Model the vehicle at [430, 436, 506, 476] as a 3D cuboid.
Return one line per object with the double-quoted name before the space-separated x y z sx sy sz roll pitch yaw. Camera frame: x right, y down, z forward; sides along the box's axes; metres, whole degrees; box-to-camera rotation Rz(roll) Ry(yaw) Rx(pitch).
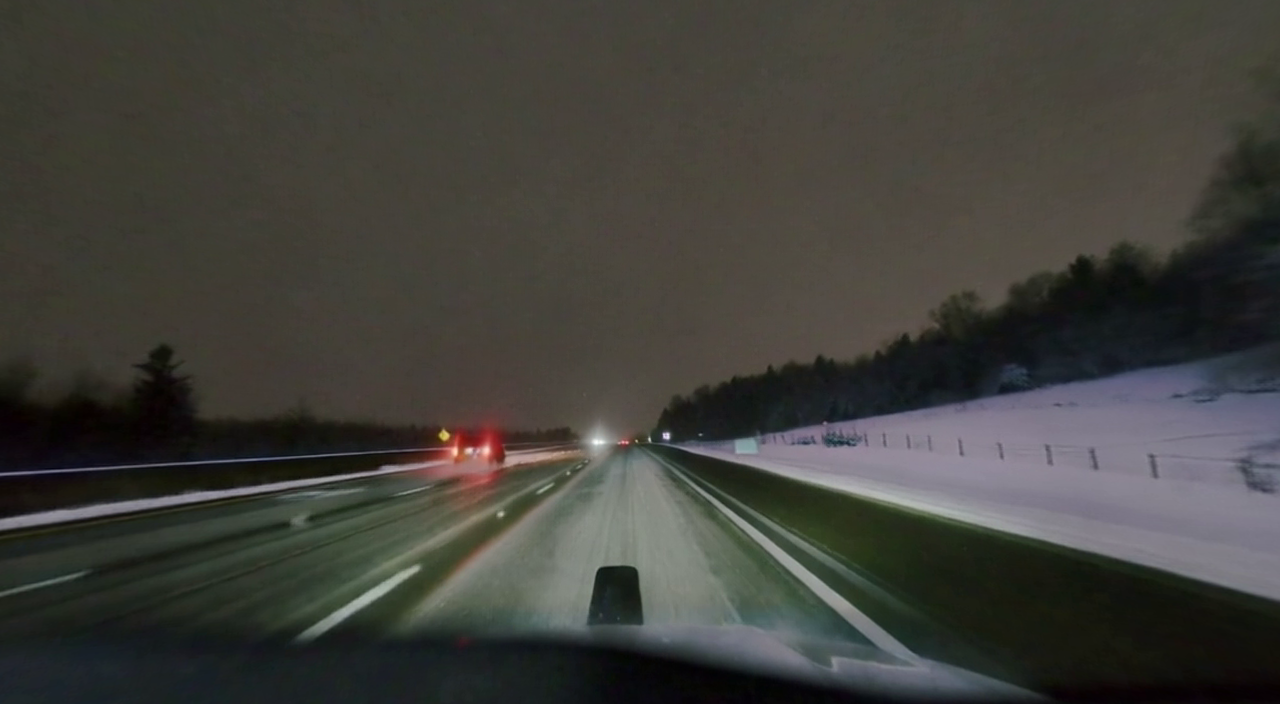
"vehicle" -6.981 4.228 26.010 1.989 1.473 4.345 0 -8 -1
